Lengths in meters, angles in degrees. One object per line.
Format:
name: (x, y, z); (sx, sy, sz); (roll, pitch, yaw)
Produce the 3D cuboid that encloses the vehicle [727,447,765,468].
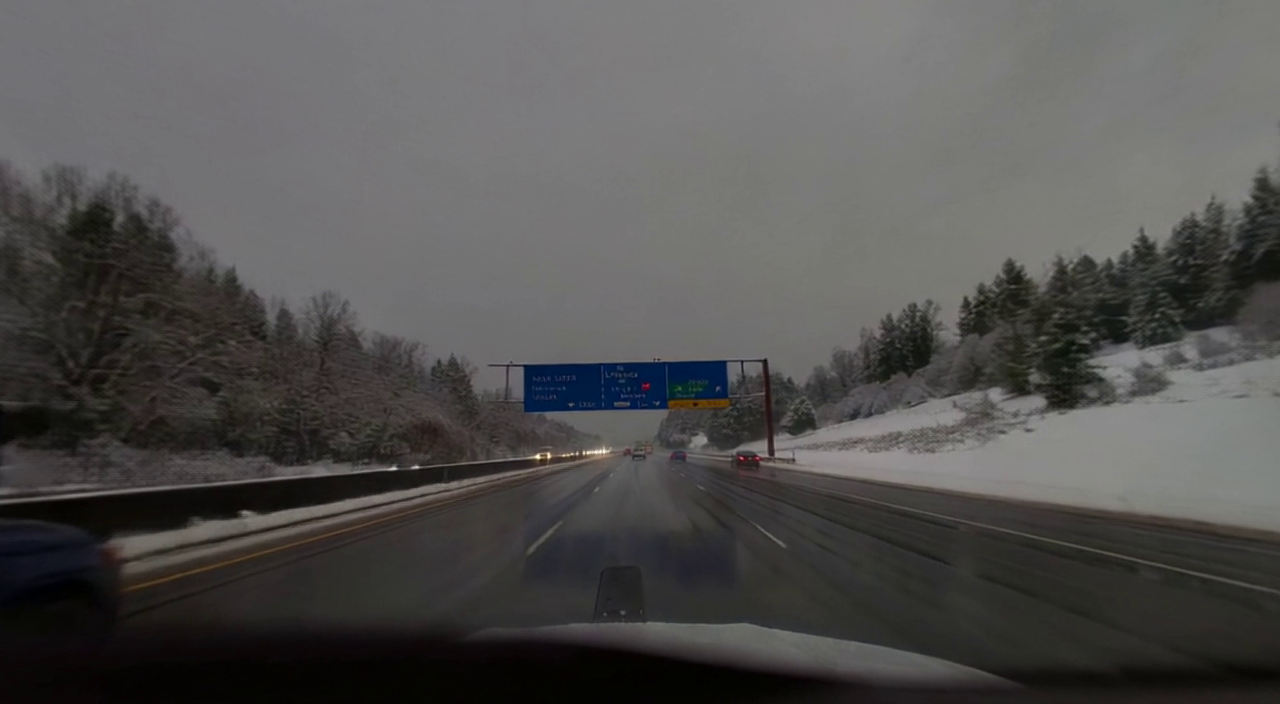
vehicle: (7.795, 7.798, 46.662); (1.943, 1.493, 4.507); (0, -9, -1)
